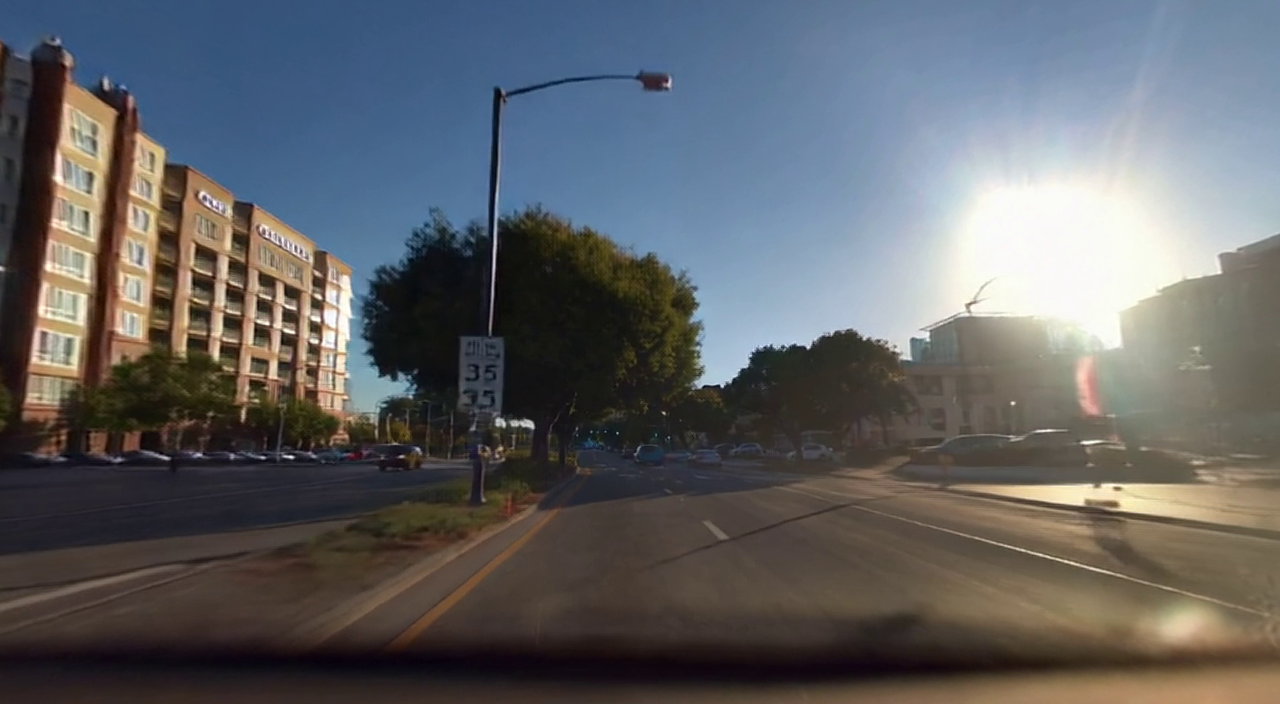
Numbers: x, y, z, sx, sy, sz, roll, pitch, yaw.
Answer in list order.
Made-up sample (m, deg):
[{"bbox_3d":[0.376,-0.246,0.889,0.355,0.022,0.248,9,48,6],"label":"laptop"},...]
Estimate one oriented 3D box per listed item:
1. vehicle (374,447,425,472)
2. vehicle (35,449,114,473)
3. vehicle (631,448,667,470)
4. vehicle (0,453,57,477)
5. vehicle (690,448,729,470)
[{"bbox_3d":[-15.418,6.881,40.737,1.915,1.483,4.210,0,-9,-5],"label":"vehicle"},{"bbox_3d":[-40.694,7.833,45.616,1.847,1.627,4.481,1,-9,-6],"label":"vehicle"},{"bbox_3d":[0.544,7.563,44.943,2.020,1.479,4.650,1,-9,-6],"label":"vehicle"},{"bbox_3d":[-40.115,7.145,40.218,1.789,1.445,4.752,0,-9,-5],"label":"vehicle"},{"bbox_3d":[4.867,7.582,44.854,1.932,1.439,4.159,1,-9,-6],"label":"vehicle"}]
